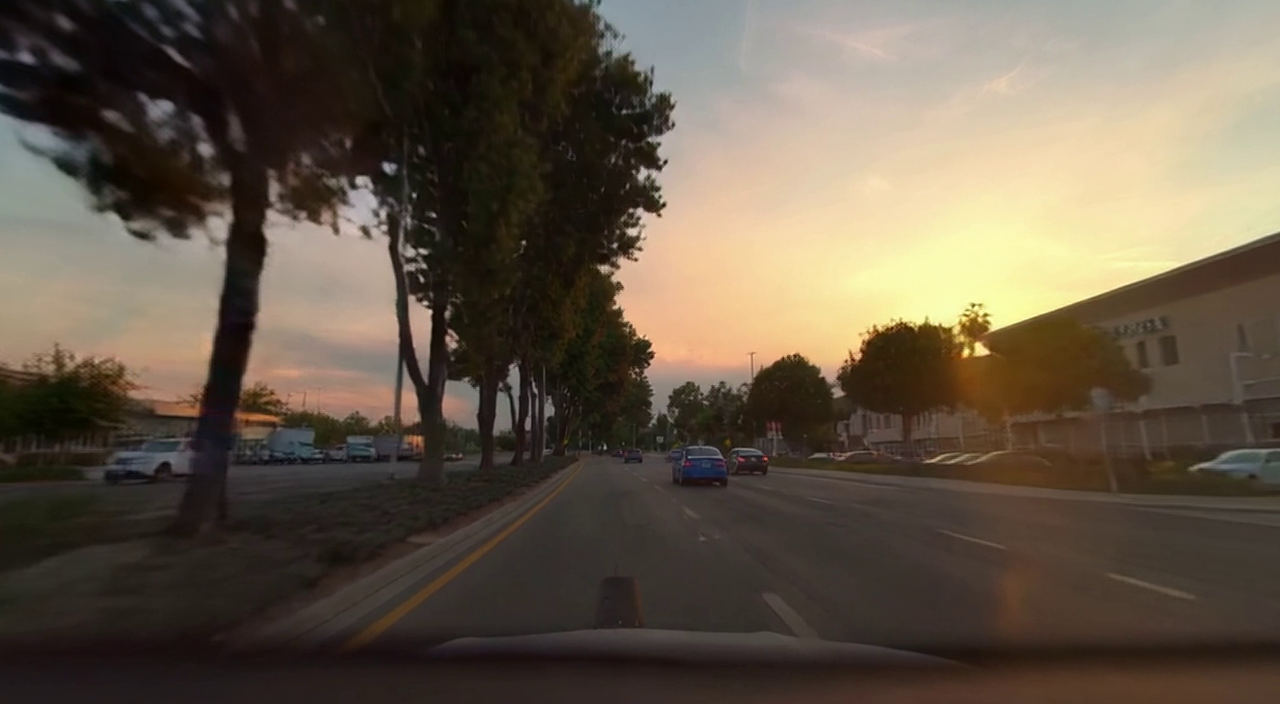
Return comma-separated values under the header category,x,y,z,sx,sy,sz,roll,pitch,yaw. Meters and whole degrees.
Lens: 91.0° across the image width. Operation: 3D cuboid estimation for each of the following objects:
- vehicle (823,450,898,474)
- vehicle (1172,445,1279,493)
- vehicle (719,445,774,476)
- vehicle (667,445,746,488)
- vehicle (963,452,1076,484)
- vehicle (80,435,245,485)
category,x,y,z,sx,sy,sz,roll,pitch,yaw
vehicle,15.123,7.518,43.198,4.486,1.532,1.939,3,-9,-18
vehicle,21.527,4.055,22.037,4.530,1.551,2.049,2,-9,-14
vehicle,5.629,5.788,33.776,1.886,1.528,4.169,1,-9,-6
vehicle,2.392,4.292,23.931,2.256,1.451,4.313,1,-9,-4
vehicle,18.792,5.696,31.232,4.646,1.479,2.070,3,-9,-16
vehicle,-22.463,5.126,30.219,2.593,2.075,6.841,0,-9,0
